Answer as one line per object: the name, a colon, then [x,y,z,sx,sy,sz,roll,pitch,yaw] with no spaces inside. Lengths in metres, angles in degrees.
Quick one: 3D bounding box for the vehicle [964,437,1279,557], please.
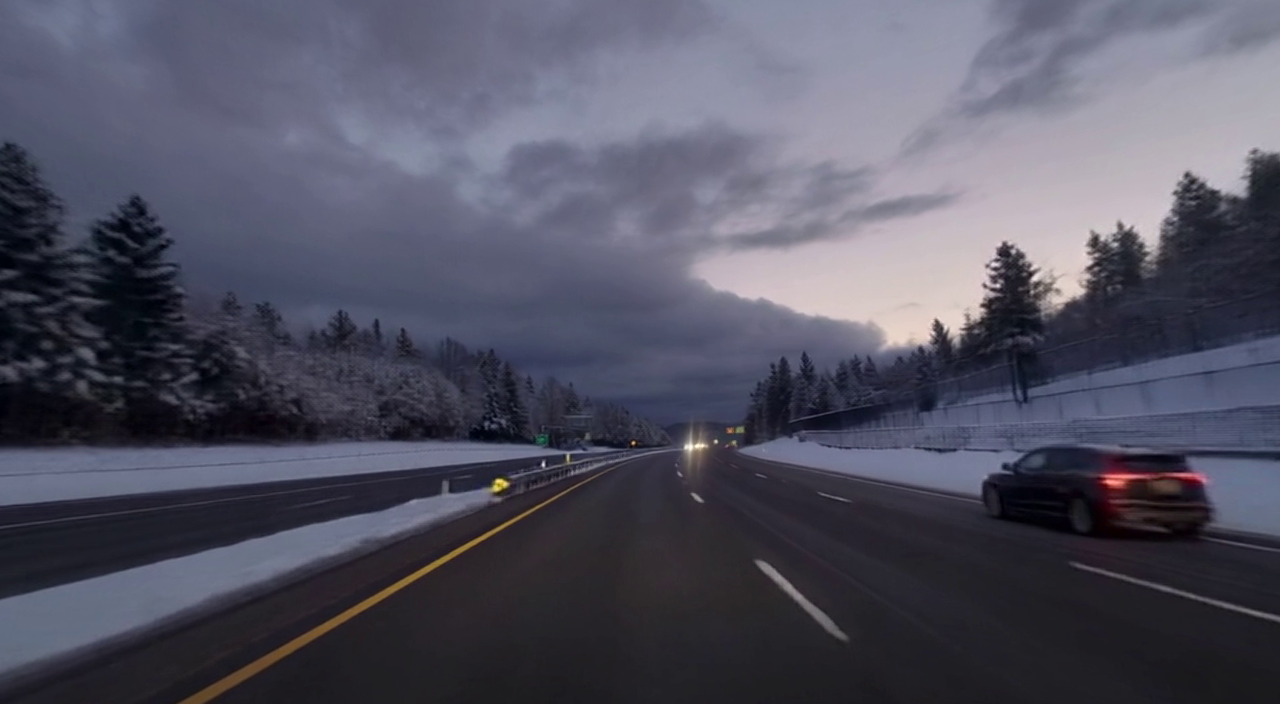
vehicle: [7.549,2.185,10.299,1.983,1.486,4.545,0,-9,-1]
